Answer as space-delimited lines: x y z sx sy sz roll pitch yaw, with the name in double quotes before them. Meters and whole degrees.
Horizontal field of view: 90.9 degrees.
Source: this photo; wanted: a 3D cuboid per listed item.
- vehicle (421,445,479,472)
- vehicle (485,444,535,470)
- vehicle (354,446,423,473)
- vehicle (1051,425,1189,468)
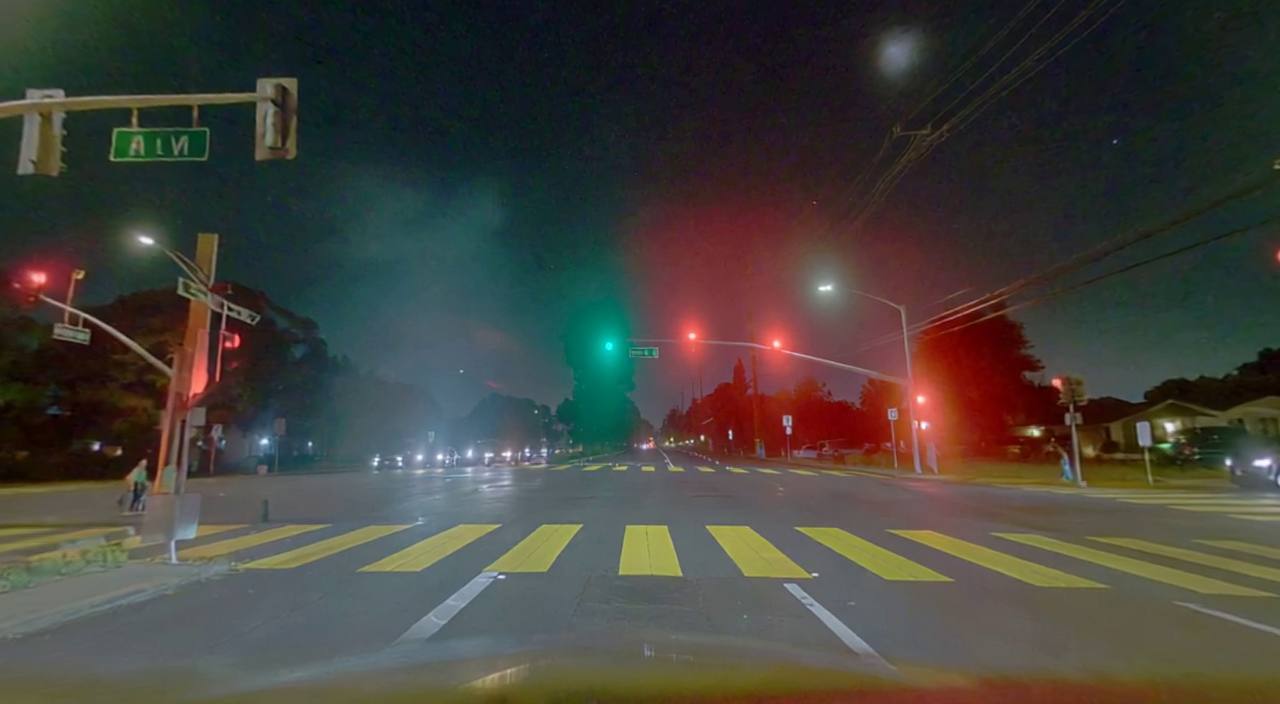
"vehicle" -10.944 6.121 36.549 2.007 1.451 4.242 0 -8 0
"vehicle" -7.643 6.183 37.460 1.958 1.415 4.312 0 -8 1
"vehicle" -14.616 6.263 36.910 2.035 1.470 4.677 0 -8 1
"vehicle" 25.304 5.008 33.560 2.177 2.086 5.514 2 -9 -14
